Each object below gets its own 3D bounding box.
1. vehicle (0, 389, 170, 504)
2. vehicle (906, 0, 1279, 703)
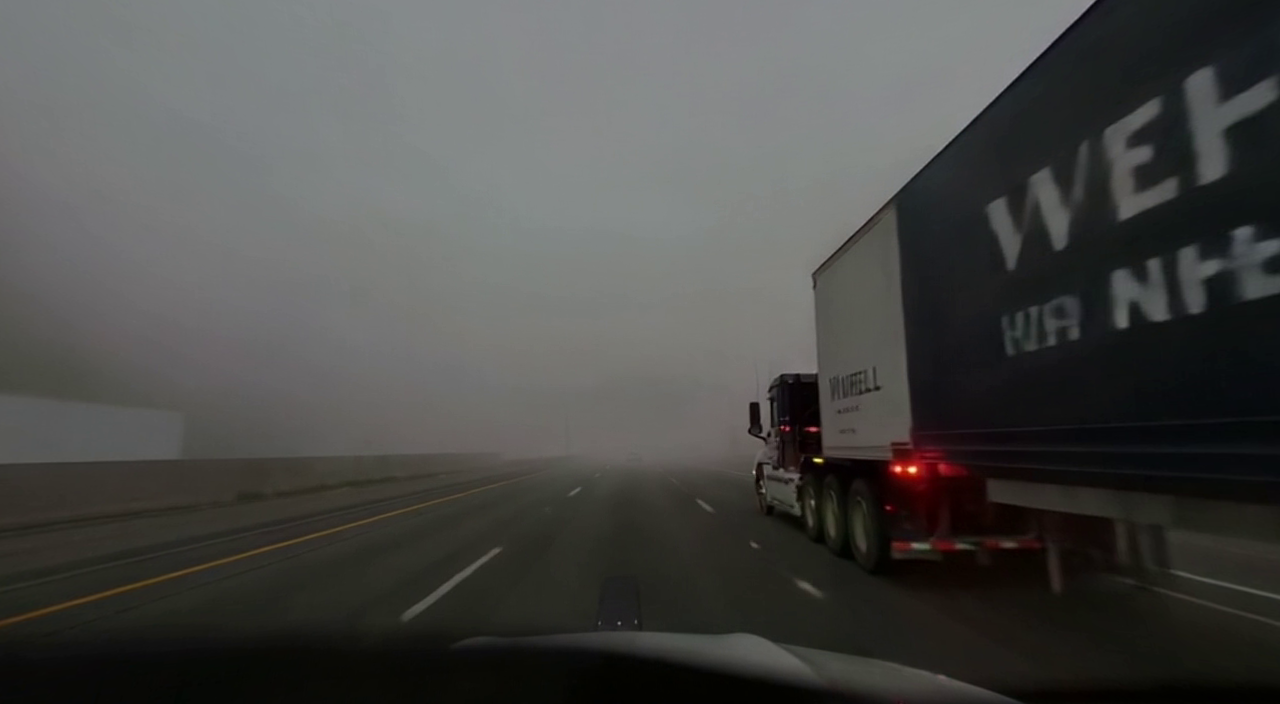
[{"bbox_3d":[-23.052,3.278,21.639,2.896,3.850,14.049,0,-9,-1],"label":"vehicle"},{"bbox_3d":[3.986,-0.327,1.387,2.869,4.013,8.610,0,-9,0],"label":"vehicle"}]
